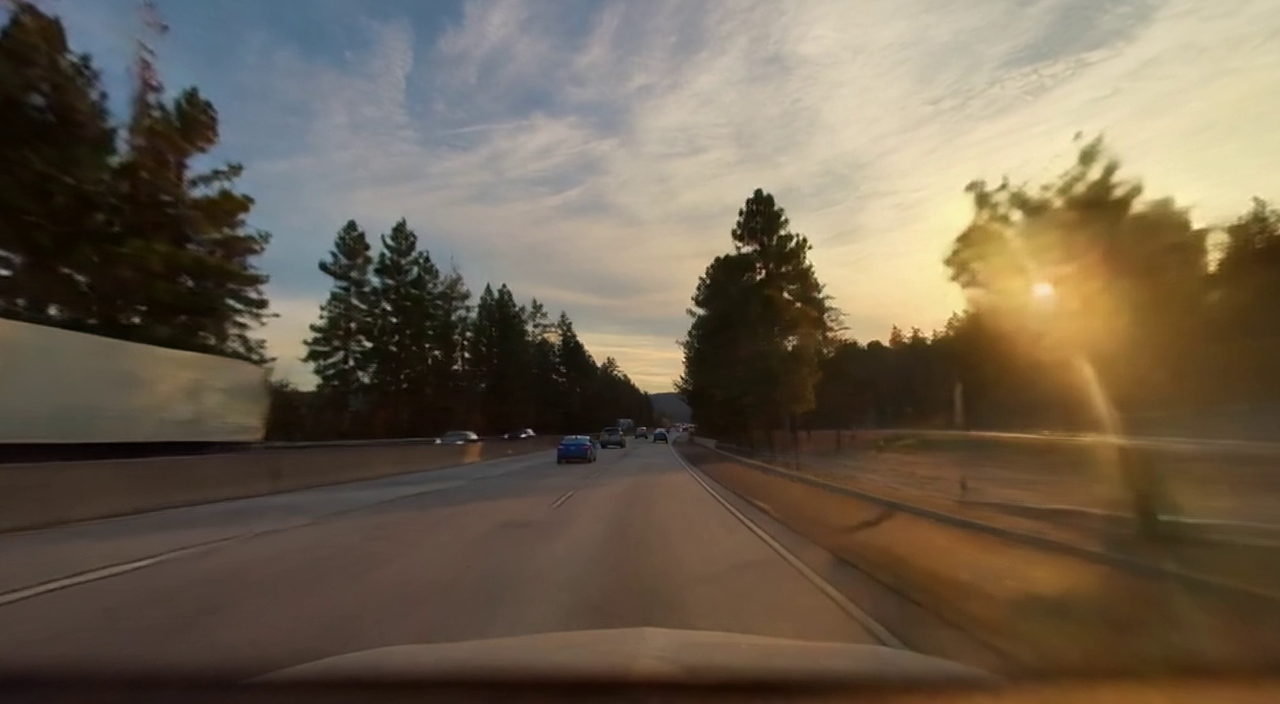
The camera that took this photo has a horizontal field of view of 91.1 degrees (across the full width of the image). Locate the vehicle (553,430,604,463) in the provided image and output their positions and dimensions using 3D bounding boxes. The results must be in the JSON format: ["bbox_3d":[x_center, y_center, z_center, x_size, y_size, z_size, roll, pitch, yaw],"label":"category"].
[{"bbox_3d":[-3.085,4.900,32.665,2.053,1.589,4.671,0,-8,2],"label":"vehicle"}]

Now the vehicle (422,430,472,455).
[{"bbox_3d":[-12.803,6.035,41.806,1.939,1.524,4.056,0,-8,2],"label":"vehicle"}]

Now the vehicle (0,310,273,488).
[{"bbox_3d":[-17.380,1.459,17.427,3.250,4.341,18.494,0,-8,0],"label":"vehicle"}]
